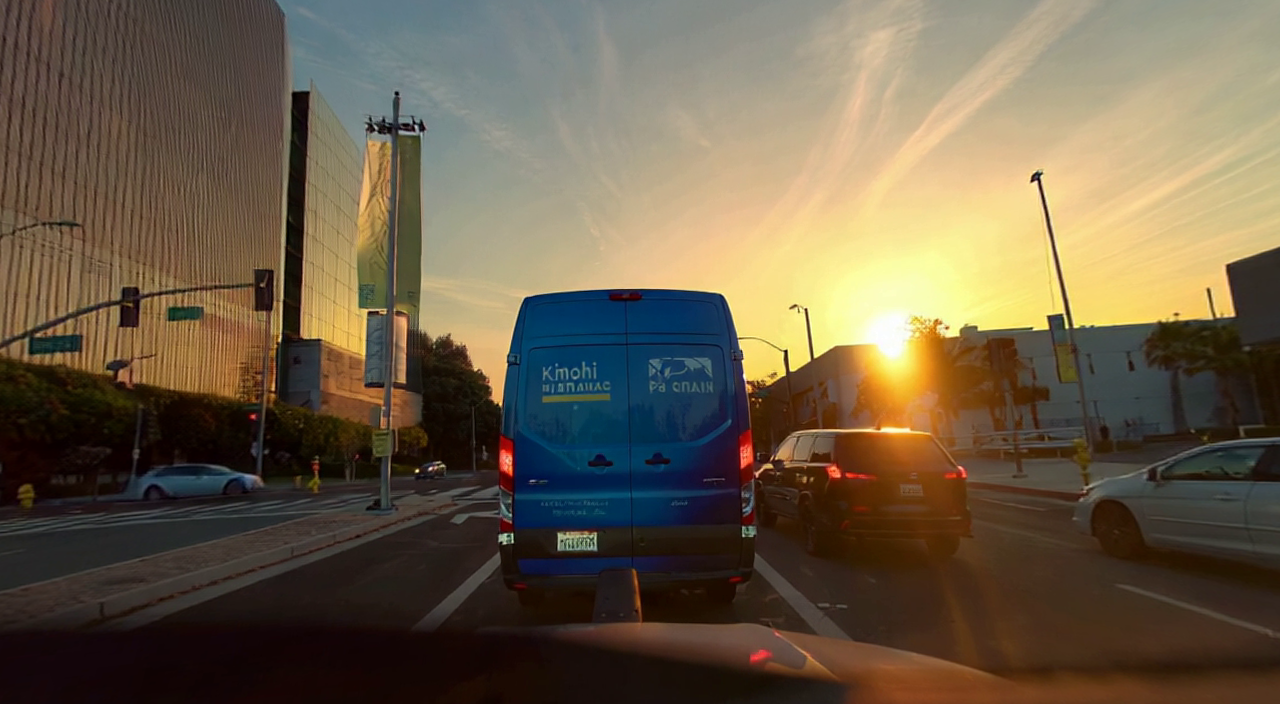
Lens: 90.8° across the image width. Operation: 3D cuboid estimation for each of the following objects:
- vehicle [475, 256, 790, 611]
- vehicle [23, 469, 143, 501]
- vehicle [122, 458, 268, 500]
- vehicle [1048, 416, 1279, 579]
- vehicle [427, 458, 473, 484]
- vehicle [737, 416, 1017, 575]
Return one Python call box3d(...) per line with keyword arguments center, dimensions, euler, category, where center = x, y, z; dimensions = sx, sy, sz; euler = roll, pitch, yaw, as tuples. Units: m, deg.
box3d(center=(-0.022, 1.183, 9.097), dimensions=(2.613, 3.035, 7.342), euler=(0, -8, 1), category="vehicle")
box3d(center=(-31.104, 7.434, 35.402), dimensions=(4.806, 1.652, 1.869), euler=(0, -8, -2), category="vehicle")
box3d(center=(-18.890, 5.379, 26.974), dimensions=(4.659, 1.615, 1.944), euler=(0, -8, -3), category="vehicle")
box3d(center=(7.520, 1.570, 6.999), dimensions=(1.963, 1.669, 4.678), euler=(3, -9, -20), category="vehicle")
box3d(center=(-14.535, 9.130, 48.646), dimensions=(1.997, 1.806, 4.630), euler=(0, -8, 1), category="vehicle")
box3d(center=(2.877, 1.863, 9.047), dimensions=(2.183, 1.676, 4.506), euler=(0, -8, -1), category="vehicle")
